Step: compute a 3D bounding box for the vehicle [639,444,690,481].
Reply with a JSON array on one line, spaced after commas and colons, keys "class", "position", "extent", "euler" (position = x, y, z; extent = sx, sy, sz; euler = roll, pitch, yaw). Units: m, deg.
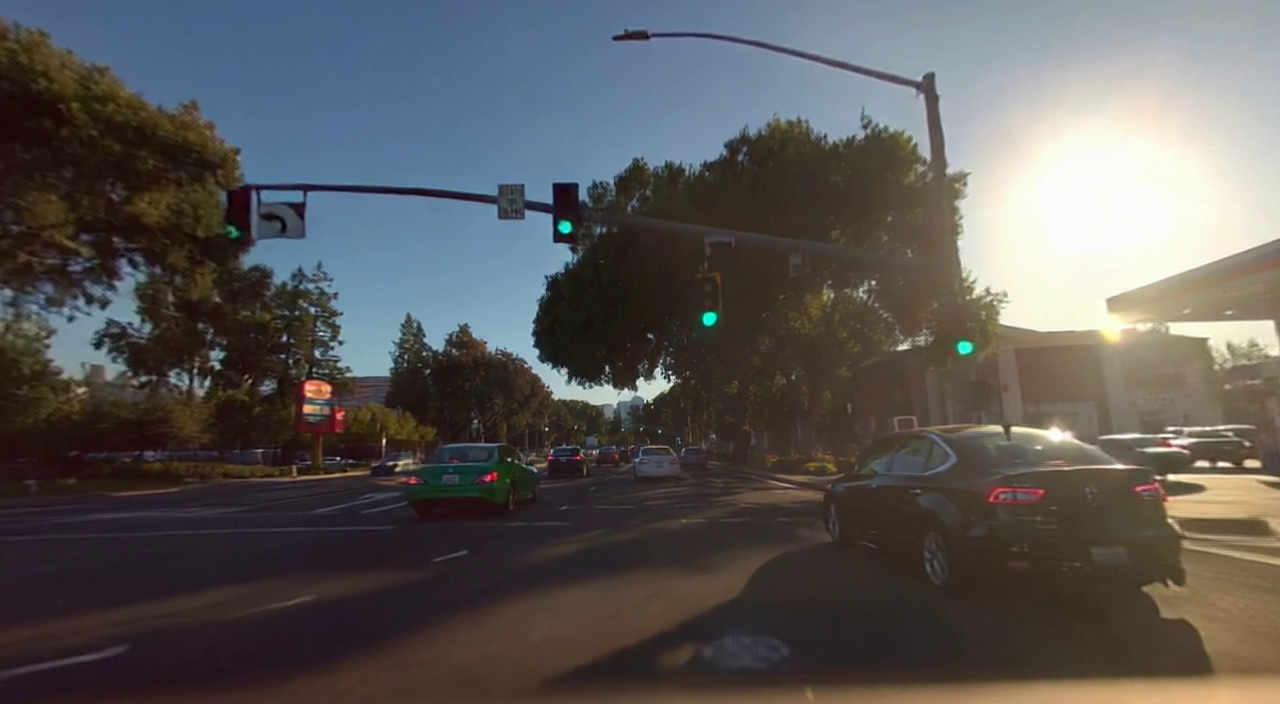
[{"class": "vehicle", "position": [0.950, 4.674, 26.890], "extent": [1.994, 1.433, 3.894], "euler": [0, -8, -1]}]

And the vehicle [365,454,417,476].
[{"class": "vehicle", "position": [-17.985, 8.153, 45.757], "extent": [1.858, 1.460, 4.447], "euler": [-1, -8, 1]}]

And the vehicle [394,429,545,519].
[{"class": "vehicle", "position": [-3.628, 2.701, 14.523], "extent": [2.023, 1.687, 4.874], "euler": [0, -8, 1]}]

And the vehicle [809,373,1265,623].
[{"class": "vehicle", "position": [3.501, 1.389, 6.920], "extent": [1.992, 1.805, 4.549], "euler": [0, -8, 0]}]

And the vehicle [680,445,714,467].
[{"class": "vehicle", "position": [3.956, 7.299, 44.548], "extent": [1.920, 1.479, 4.548], "euler": [0, -8, 0]}]

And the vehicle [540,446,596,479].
[{"class": "vehicle", "position": [-3.316, 5.183, 29.955], "extent": [1.995, 1.436, 4.500], "euler": [0, -8, 1]}]
